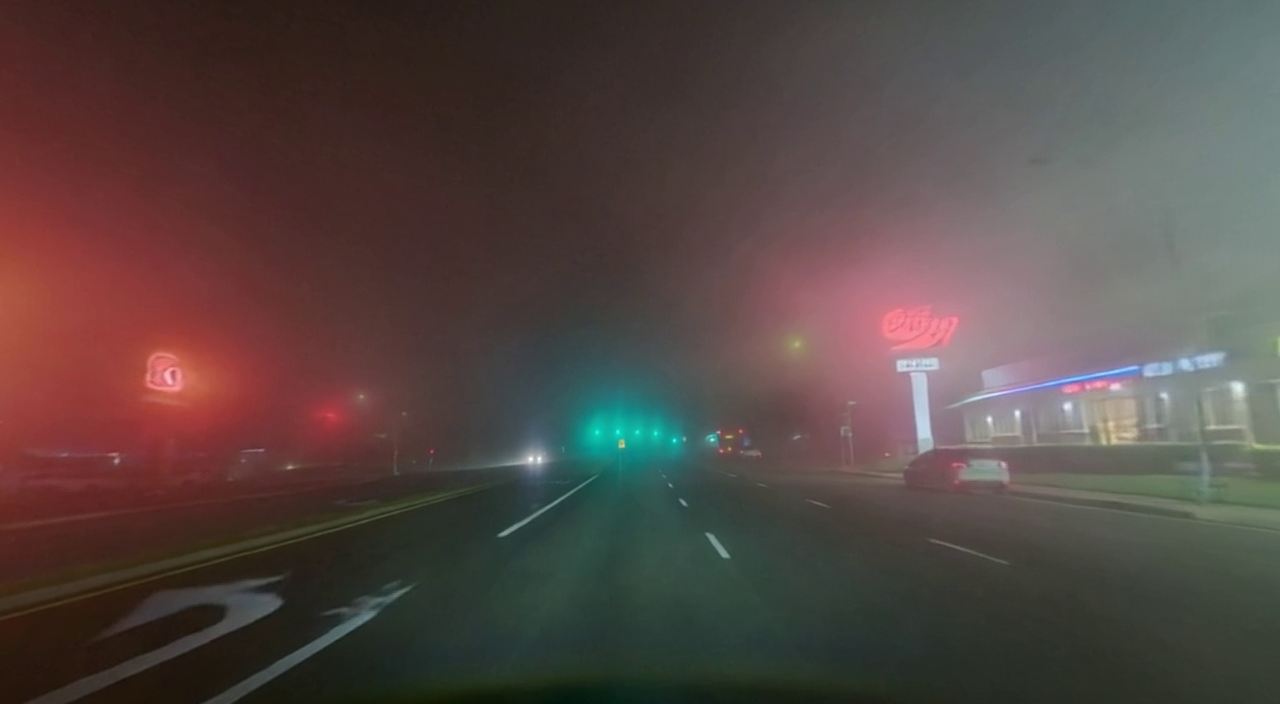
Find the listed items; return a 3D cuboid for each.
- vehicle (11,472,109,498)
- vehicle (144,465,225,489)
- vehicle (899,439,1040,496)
[{"bbox_3d":[-42.260,9.660,46.157,4.805,1.609,1.906,4,-9,-24],"label":"vehicle"},{"bbox_3d":[-35.228,9.705,49.046,4.654,1.648,1.915,3,-9,-21],"label":"vehicle"},{"bbox_3d":[10.138,3.568,19.940,1.886,1.556,4.513,0,-8,-2],"label":"vehicle"}]
